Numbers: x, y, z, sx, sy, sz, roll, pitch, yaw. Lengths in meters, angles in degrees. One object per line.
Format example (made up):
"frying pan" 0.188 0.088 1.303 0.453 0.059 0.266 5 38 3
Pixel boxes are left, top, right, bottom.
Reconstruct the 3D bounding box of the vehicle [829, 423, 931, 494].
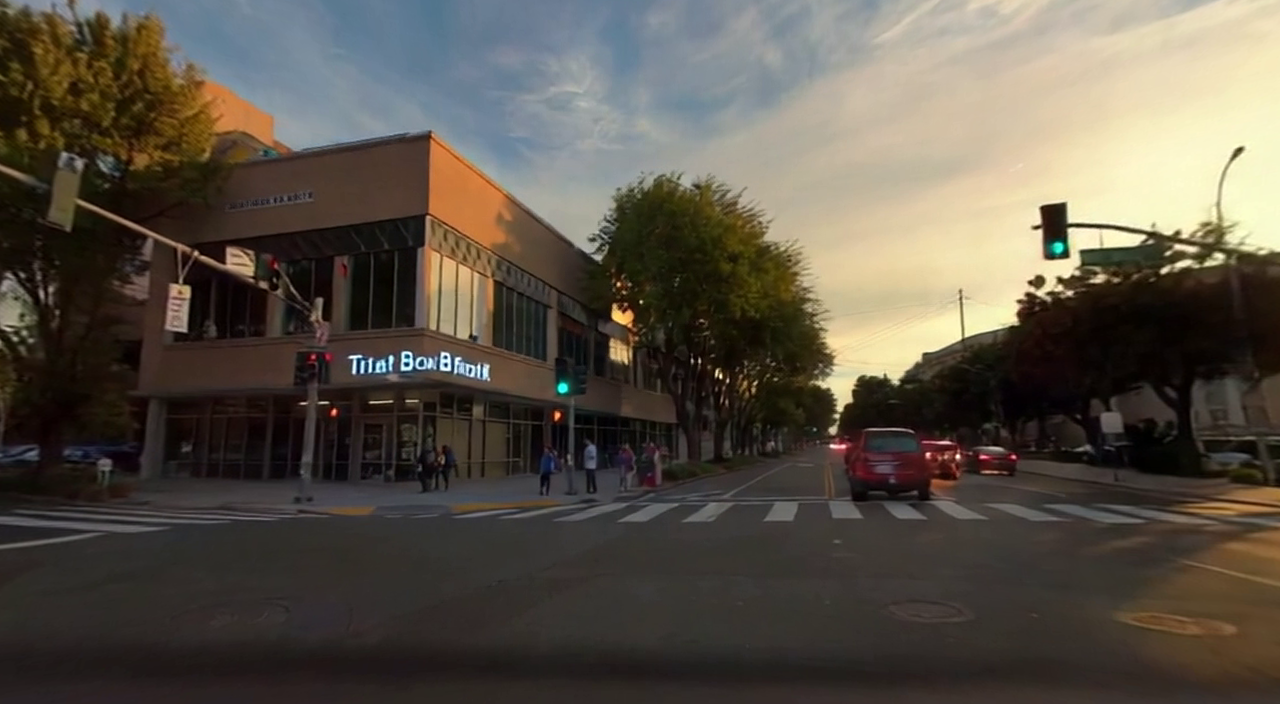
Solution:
"vehicle" 7.472 3.355 20.238 2.390 1.948 5.344 -2 -9 14

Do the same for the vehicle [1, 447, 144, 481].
"vehicle" -27.171 5.354 30.348 4.671 1.543 1.846 2 -9 -12

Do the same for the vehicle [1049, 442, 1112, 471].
"vehicle" 27.978 6.628 40.180 1.886 1.687 4.268 -2 -9 16

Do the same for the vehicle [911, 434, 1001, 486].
"vehicle" 11.686 3.985 23.685 2.048 1.725 4.754 -2 -9 15
